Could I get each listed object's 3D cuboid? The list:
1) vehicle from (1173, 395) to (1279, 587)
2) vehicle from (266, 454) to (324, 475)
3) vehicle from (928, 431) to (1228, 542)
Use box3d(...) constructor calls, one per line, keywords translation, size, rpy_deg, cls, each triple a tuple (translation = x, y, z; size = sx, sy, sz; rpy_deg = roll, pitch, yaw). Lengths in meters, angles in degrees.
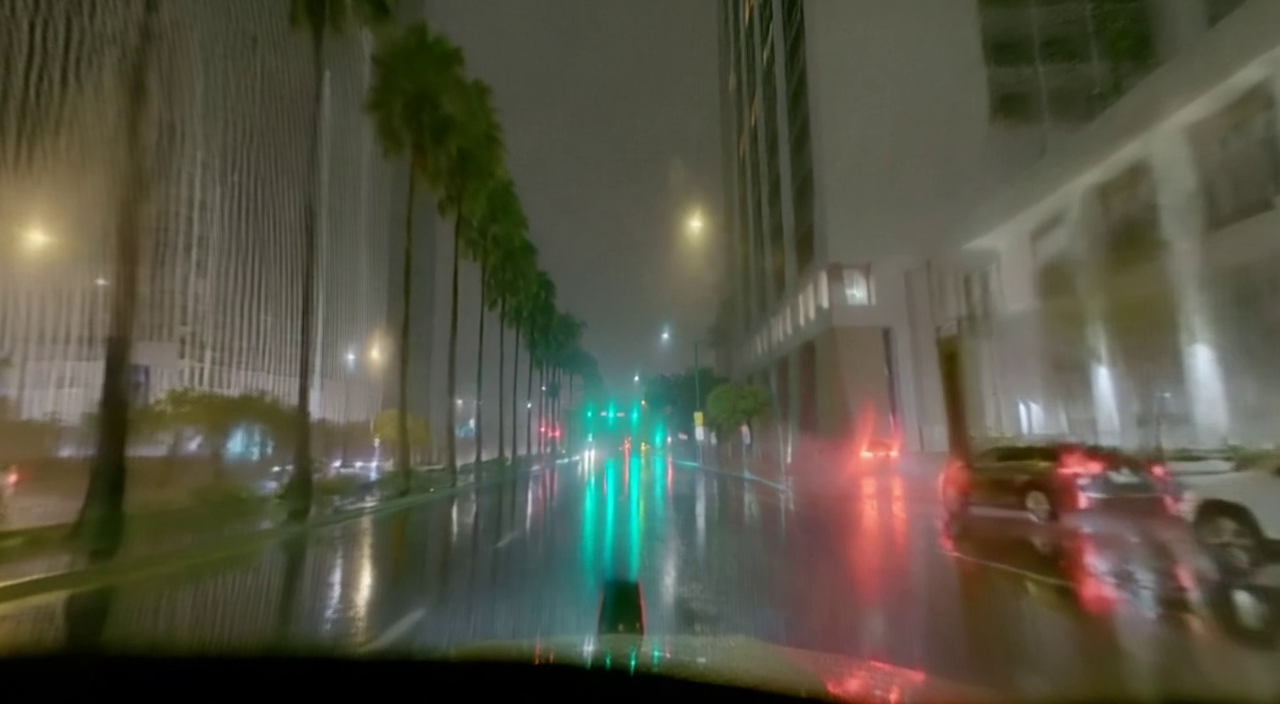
box3d(translation=(6.964, 1.085, 4.578), size=(2.225, 1.727, 4.418), rpy_deg=(0, -9, -1), cls="vehicle")
box3d(translation=(-25.628, 8.350, 47.081), size=(2.080, 1.457, 4.424), rpy_deg=(0, -9, -4), cls="vehicle")
box3d(translation=(7.097, 2.204, 11.088), size=(1.919, 1.499, 4.779), rpy_deg=(0, -9, 1), cls="vehicle")
